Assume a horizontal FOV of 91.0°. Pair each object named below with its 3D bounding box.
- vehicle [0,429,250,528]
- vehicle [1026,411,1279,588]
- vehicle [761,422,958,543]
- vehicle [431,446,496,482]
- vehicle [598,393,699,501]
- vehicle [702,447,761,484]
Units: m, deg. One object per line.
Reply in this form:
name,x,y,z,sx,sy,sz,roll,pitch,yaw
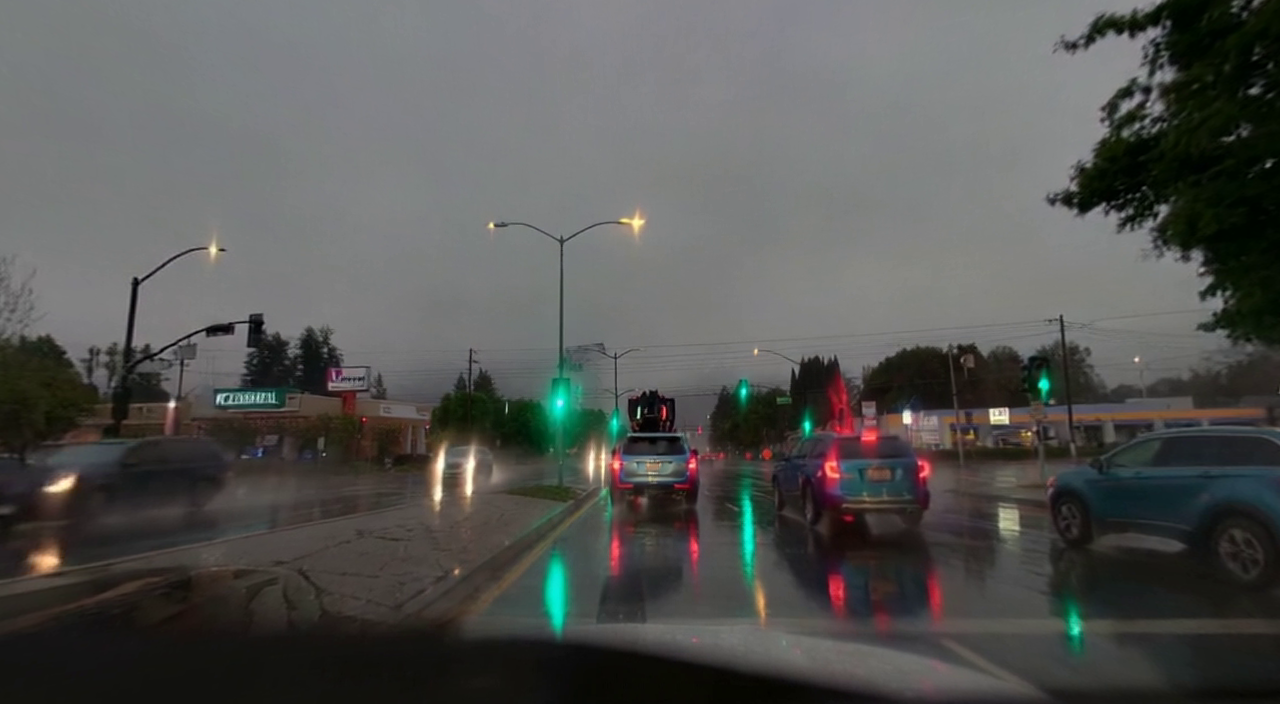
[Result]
vehicle,-11.832,2.788,14.586,2.163,1.858,5.318,0,-9,0
vehicle,7.188,1.685,7.781,1.982,1.698,4.408,0,-9,0
vehicle,3.637,2.240,11.446,2.025,1.754,4.311,0,-9,0
vehicle,-8.379,5.310,30.244,1.889,1.576,4.044,0,-9,1
vehicle,0.248,2.518,16.974,2.370,2.518,3.858,-1,-8,1
vehicle,4.043,5.066,28.529,1.967,1.515,4.378,0,-9,-1
